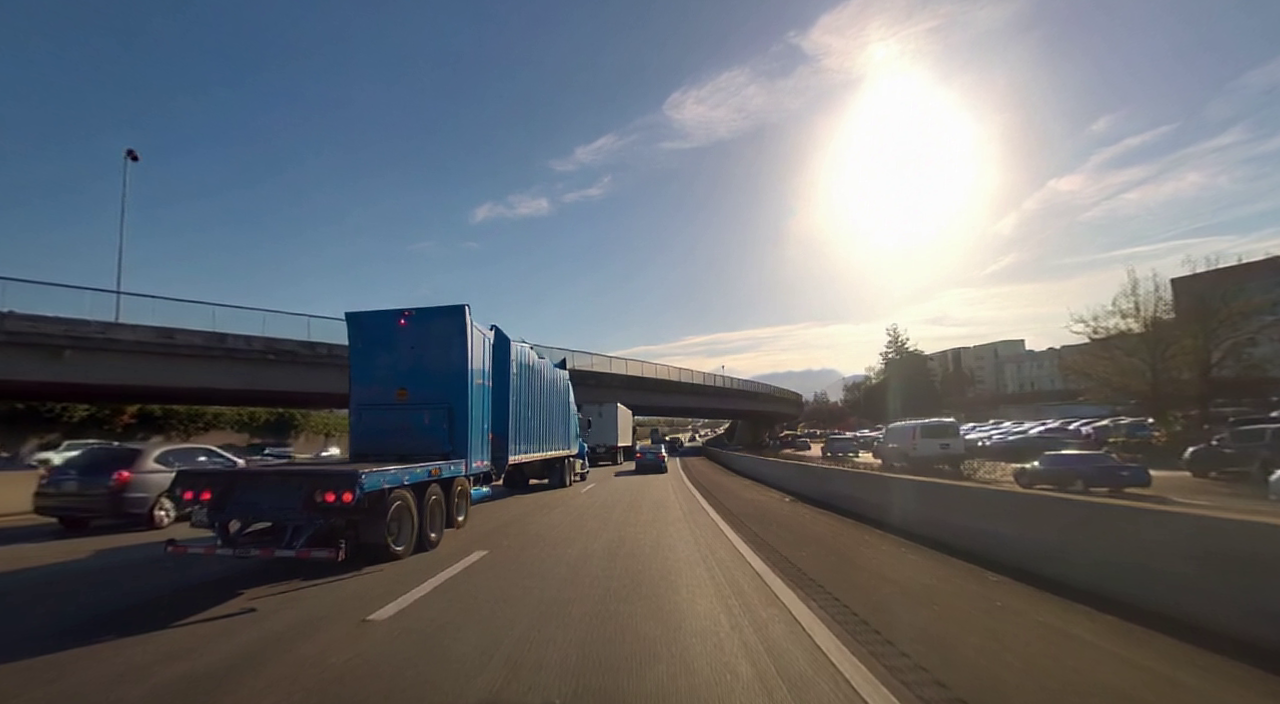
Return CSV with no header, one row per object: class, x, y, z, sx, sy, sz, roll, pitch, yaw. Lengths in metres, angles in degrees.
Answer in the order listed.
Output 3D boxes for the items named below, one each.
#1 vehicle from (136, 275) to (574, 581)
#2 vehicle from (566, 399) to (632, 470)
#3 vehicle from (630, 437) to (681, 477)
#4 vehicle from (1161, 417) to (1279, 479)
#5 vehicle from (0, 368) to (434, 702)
vehicle,-3.469,1.443,11.249,3.020,3.192,9.194,-1,-9,4
vehicle,-2.302,5.289,39.766,3.073,3.894,9.782,-1,-9,3
vehicle,0.733,4.727,28.538,2.178,1.640,4.071,0,-9,2
vehicle,18.714,2.787,18.415,4.725,1.713,2.110,-3,-9,13
vehicle,-3.781,1.208,5.208,2.896,1.779,3.441,0,-8,1
